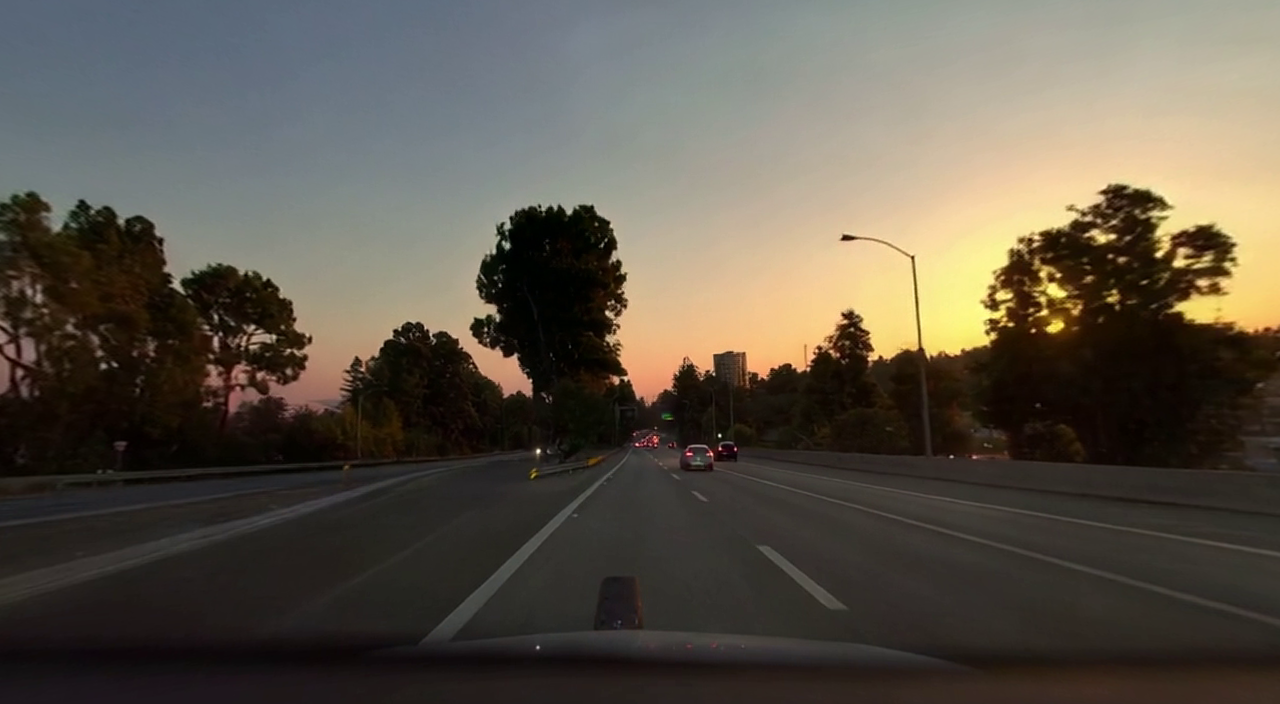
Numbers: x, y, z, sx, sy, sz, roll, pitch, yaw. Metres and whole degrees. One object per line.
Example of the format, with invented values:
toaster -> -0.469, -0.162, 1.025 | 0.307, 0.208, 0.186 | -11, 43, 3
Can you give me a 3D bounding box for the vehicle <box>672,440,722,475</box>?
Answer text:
vehicle -> 2.887, 5.444, 32.746 | 2.066, 1.683, 4.675 | 0, -9, -1
